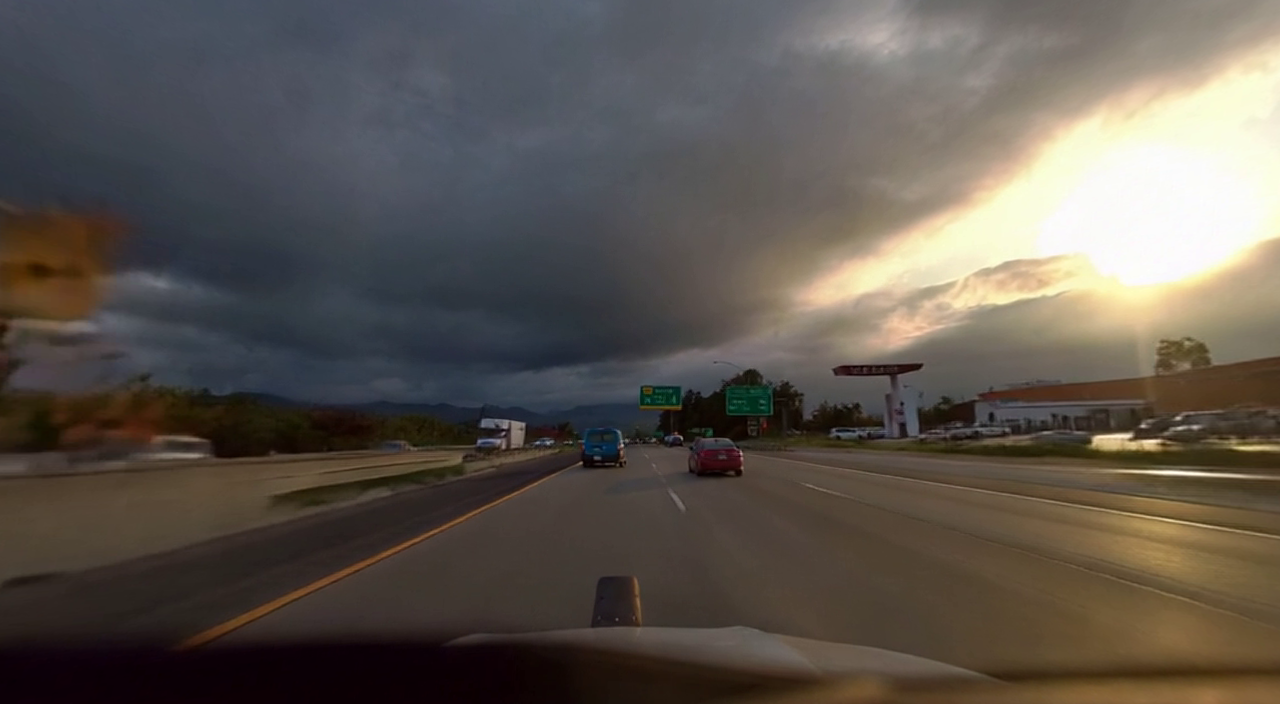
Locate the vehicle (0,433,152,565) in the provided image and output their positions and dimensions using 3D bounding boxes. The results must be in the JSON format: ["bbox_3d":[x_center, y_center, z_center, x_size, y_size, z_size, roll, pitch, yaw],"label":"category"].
[{"bbox_3d":[-9.690,2.011,8.727,2.166,1.761,4.535,0,-8,0],"label":"vehicle"}]

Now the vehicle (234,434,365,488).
[{"bbox_3d":[-12.063,3.852,22.745,2.180,1.748,4.368,0,-8,1],"label":"vehicle"}]

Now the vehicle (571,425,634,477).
[{"bbox_3d":[-1.290,3.644,23.534,2.061,1.732,4.457,0,-8,0],"label":"vehicle"}]

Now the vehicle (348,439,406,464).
[{"bbox_3d":[-16.974,6.420,40.915,1.804,1.525,4.619,0,-8,0],"label":"vehicle"}]

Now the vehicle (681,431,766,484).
[{"bbox_3d":[2.661,3.481,21.289,2.151,1.550,4.694,0,-8,-1],"label":"vehicle"}]
